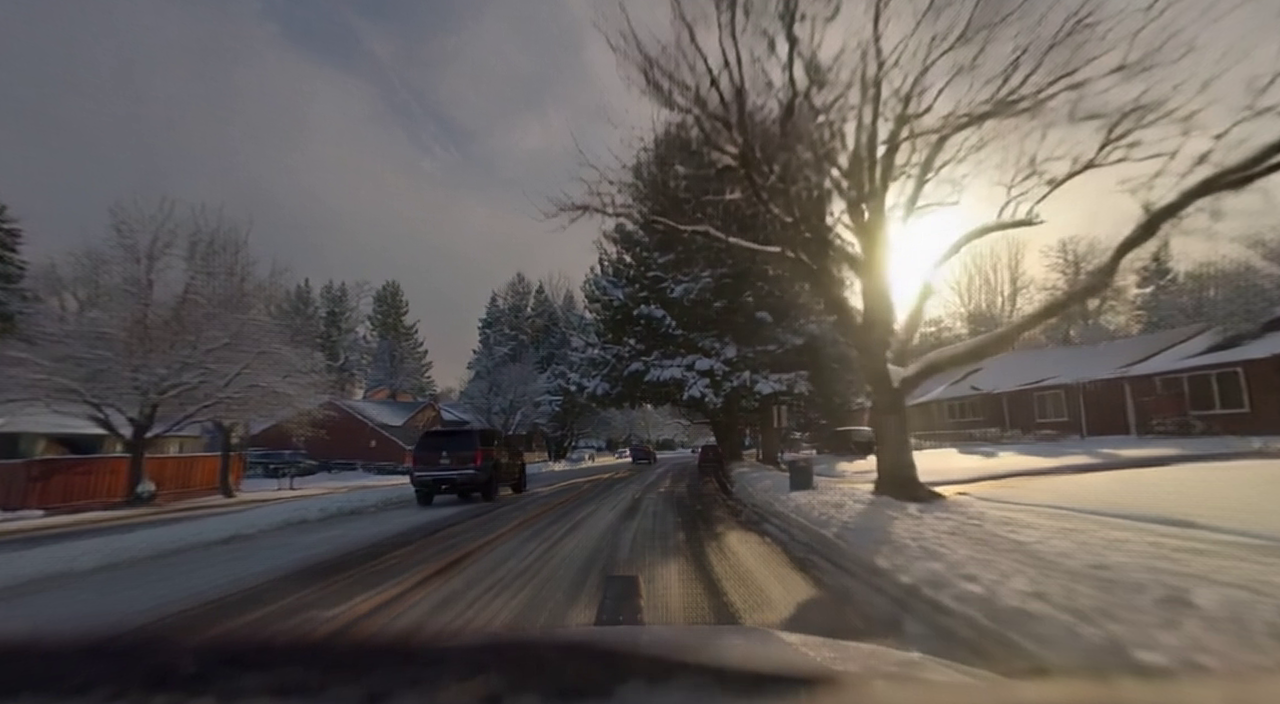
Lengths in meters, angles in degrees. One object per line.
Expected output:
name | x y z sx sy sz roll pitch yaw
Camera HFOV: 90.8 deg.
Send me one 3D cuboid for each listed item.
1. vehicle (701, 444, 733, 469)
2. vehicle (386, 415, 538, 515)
vehicle | 5.523 7.399 44.840 2.040 1.643 4.446 -1 -9 9
vehicle | -4.159 2.756 15.894 2.085 2.084 5.133 -1 -8 3
